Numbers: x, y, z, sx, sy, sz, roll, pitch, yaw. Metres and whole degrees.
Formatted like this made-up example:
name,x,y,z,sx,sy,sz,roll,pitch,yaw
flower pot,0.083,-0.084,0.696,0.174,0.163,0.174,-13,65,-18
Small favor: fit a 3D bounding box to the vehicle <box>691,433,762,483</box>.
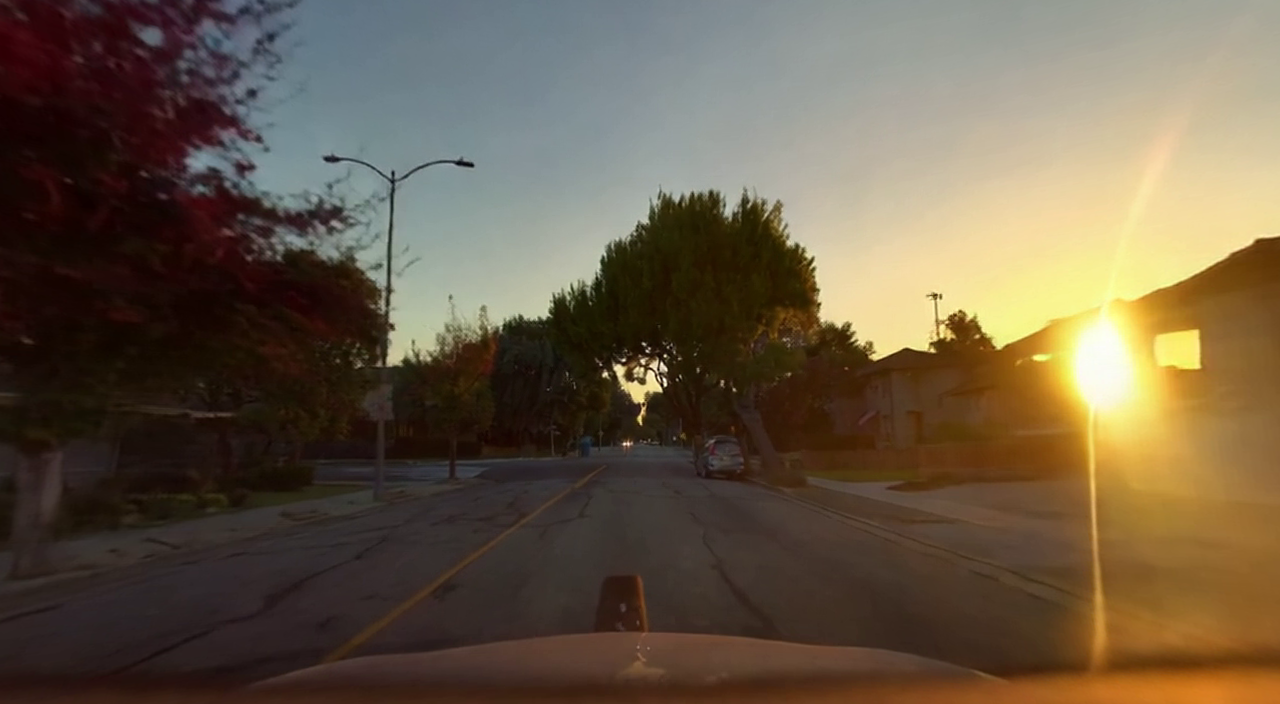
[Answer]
name,x,y,z,sx,sy,sz,roll,pitch,yaw
vehicle,3.179,4.009,24.202,2.086,1.726,4.384,0,-8,0
